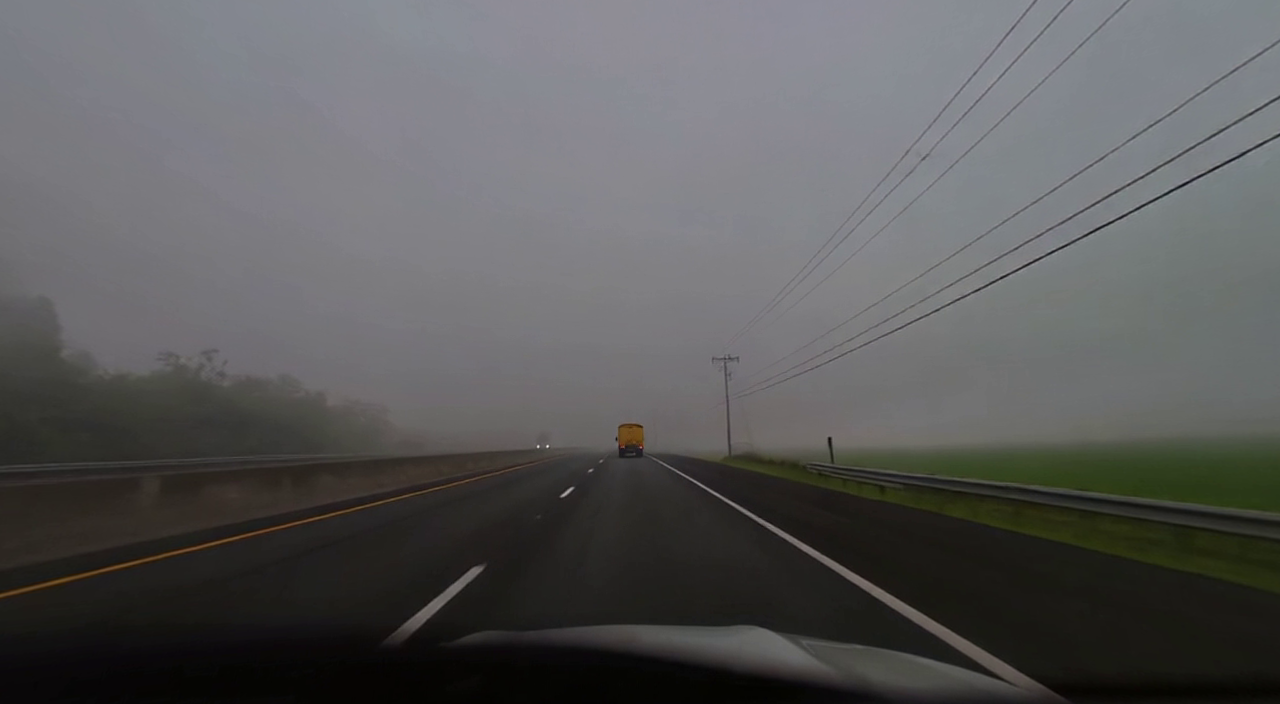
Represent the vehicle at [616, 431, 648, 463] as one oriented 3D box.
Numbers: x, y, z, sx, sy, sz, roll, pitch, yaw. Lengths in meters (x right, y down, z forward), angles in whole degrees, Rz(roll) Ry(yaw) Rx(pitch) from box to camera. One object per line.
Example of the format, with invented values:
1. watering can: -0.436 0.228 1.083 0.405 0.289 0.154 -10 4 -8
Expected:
1. vehicle: -0.651 6.898 45.839 2.240 2.129 4.480 0 -8 -2
